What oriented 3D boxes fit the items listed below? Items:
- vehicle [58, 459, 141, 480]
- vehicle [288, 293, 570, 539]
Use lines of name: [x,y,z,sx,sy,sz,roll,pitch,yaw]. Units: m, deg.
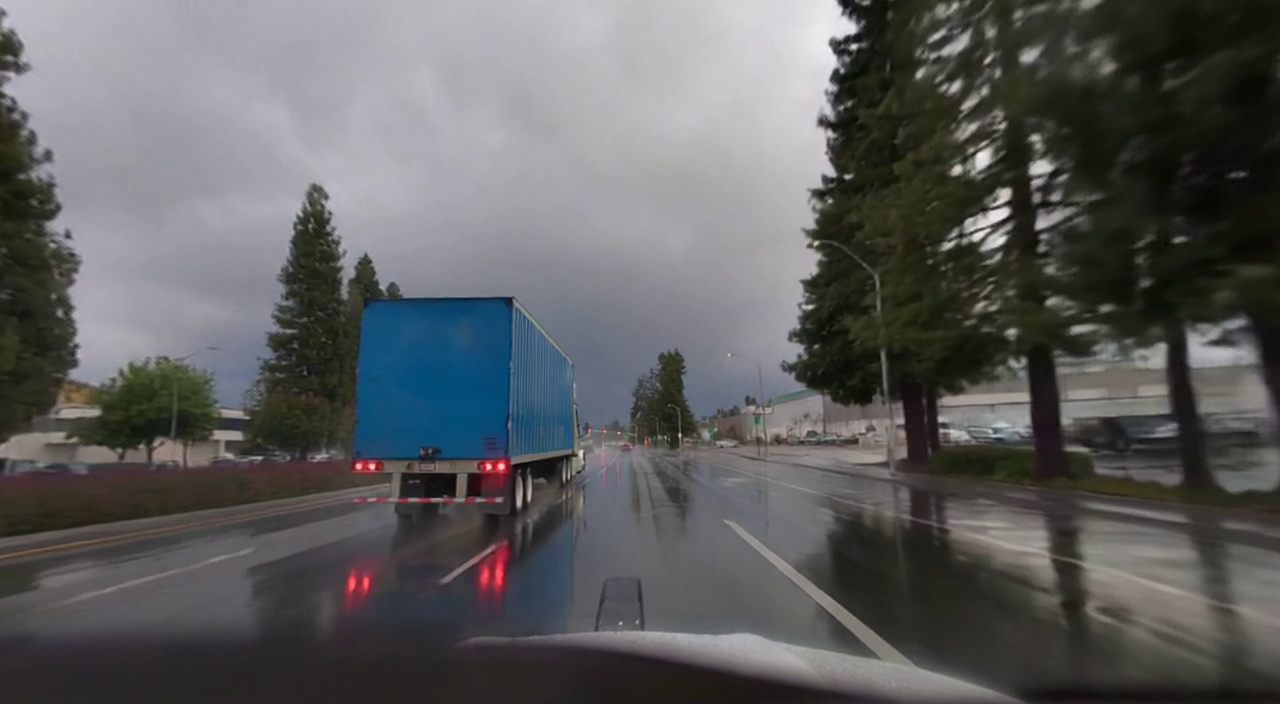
vehicle: [-42.083,9.141,49.212,4.562,1.524,1.985,0,-8,-1]
vehicle: [-3.363,1.446,13.009,2.910,3.419,8.376,0,-8,0]
